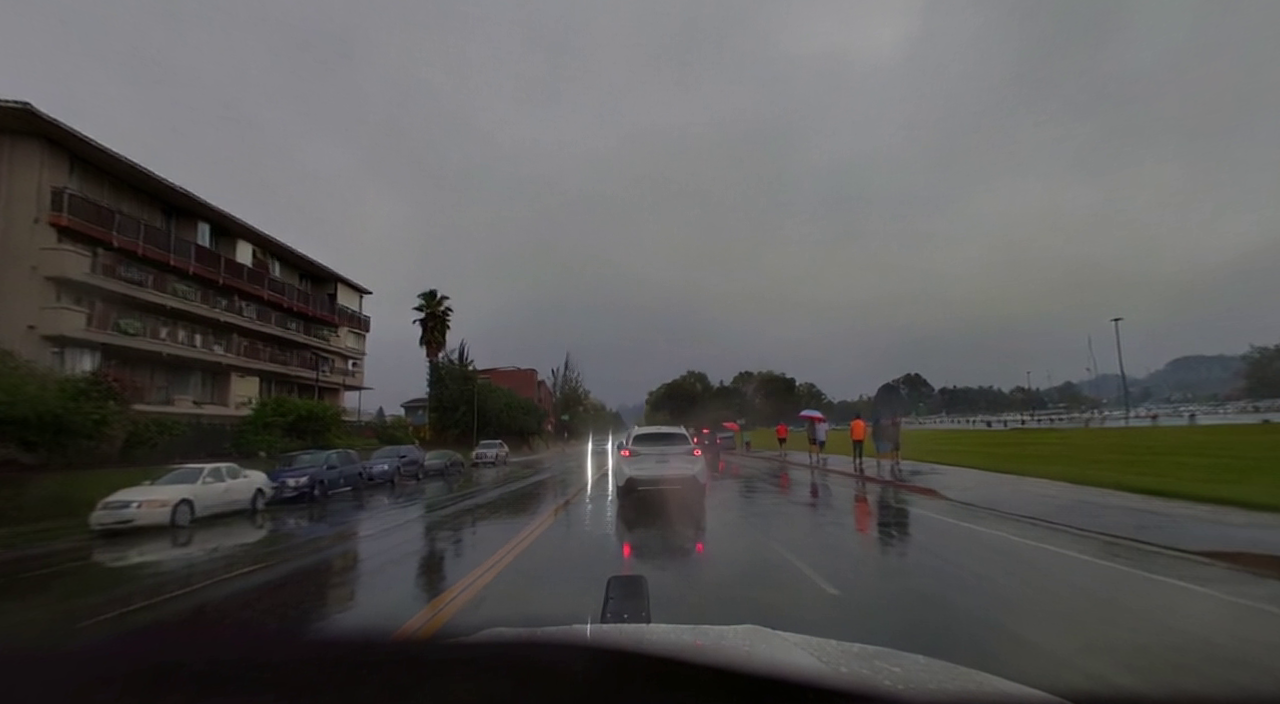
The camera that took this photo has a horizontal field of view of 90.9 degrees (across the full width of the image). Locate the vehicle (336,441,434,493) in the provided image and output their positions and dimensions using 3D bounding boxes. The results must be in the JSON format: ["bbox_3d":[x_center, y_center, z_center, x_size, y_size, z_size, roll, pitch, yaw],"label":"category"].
[{"bbox_3d":[-10.188,4.574,25.633,1.940,1.816,4.721,-1,-7,1],"label":"vehicle"}]

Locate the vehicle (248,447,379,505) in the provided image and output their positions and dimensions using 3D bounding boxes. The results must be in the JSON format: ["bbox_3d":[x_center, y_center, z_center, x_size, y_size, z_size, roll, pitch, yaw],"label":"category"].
[{"bbox_3d":[-10.348,3.926,20.418,1.869,1.647,4.281,-1,-9,1],"label":"vehicle"}]

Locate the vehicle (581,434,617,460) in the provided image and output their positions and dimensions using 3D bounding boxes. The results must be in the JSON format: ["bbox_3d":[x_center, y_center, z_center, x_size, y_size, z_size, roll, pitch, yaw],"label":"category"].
[{"bbox_3d":[-2.805,6.658,44.115,2.086,1.702,4.451,-1,-9,2],"label":"vehicle"}]

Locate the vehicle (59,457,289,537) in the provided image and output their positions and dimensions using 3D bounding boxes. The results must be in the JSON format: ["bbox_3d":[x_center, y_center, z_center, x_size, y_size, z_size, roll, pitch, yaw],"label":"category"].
[{"bbox_3d":[-10.560,3.278,14.880,1.839,1.474,4.694,0,-9,0],"label":"vehicle"}]

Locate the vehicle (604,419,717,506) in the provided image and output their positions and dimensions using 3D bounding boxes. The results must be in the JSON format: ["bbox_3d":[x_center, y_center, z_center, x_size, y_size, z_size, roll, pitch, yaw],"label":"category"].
[{"bbox_3d":[0.374,2.383,13.909,2.132,1.632,3.838,0,-9,-1],"label":"vehicle"}]

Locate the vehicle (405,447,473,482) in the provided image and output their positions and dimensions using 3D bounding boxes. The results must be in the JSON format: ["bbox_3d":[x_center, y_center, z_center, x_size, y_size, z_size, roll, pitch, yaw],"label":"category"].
[{"bbox_3d":[-10.012,5.601,31.793,1.860,1.487,4.658,-1,-7,0],"label":"vehicle"}]
